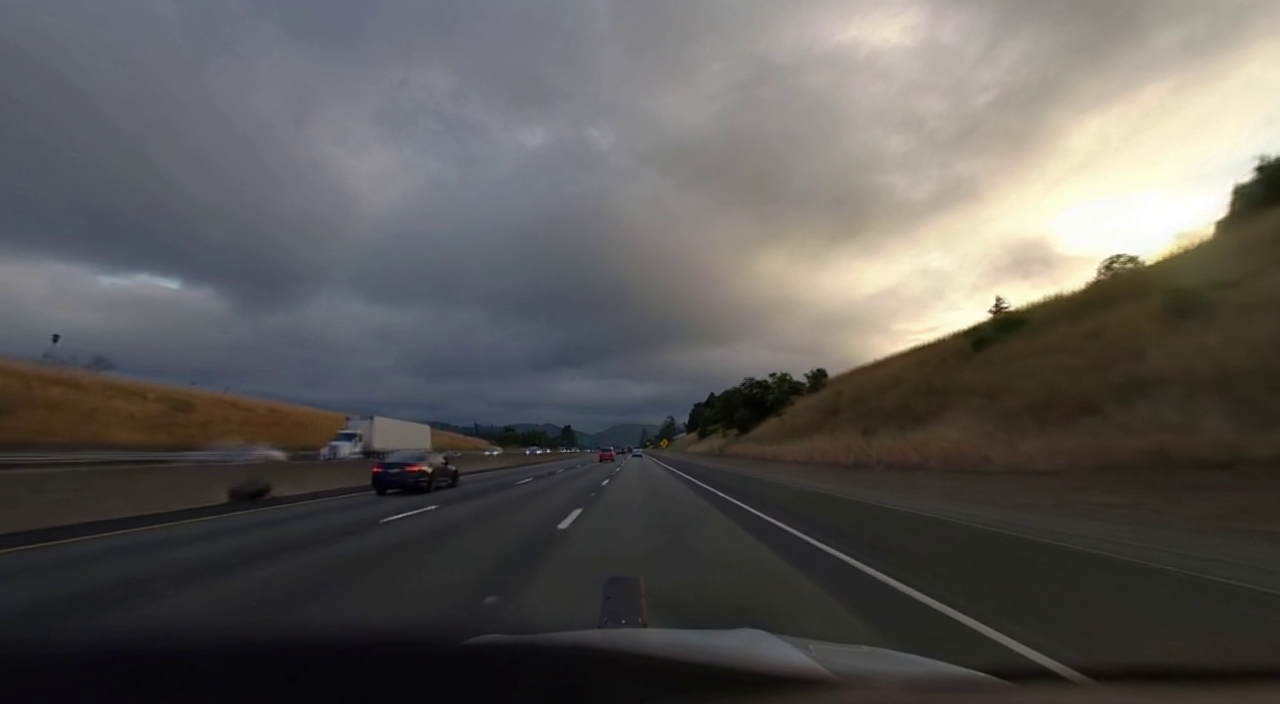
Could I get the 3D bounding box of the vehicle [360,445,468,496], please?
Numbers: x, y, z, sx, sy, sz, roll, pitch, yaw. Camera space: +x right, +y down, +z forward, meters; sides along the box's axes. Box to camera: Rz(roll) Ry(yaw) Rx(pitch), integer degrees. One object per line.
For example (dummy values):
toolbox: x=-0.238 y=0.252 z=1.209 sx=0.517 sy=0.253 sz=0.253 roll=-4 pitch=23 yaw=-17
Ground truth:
vehicle: x=-7.255 y=3.828 z=20.731 sx=1.966 sy=1.476 sz=4.240 roll=0 pitch=-9 yaw=0

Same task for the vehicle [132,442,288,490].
vehicle: x=-14.921 y=3.973 z=22.305 sx=2.236 sy=1.495 sz=4.689 roll=0 pitch=-9 yaw=0
